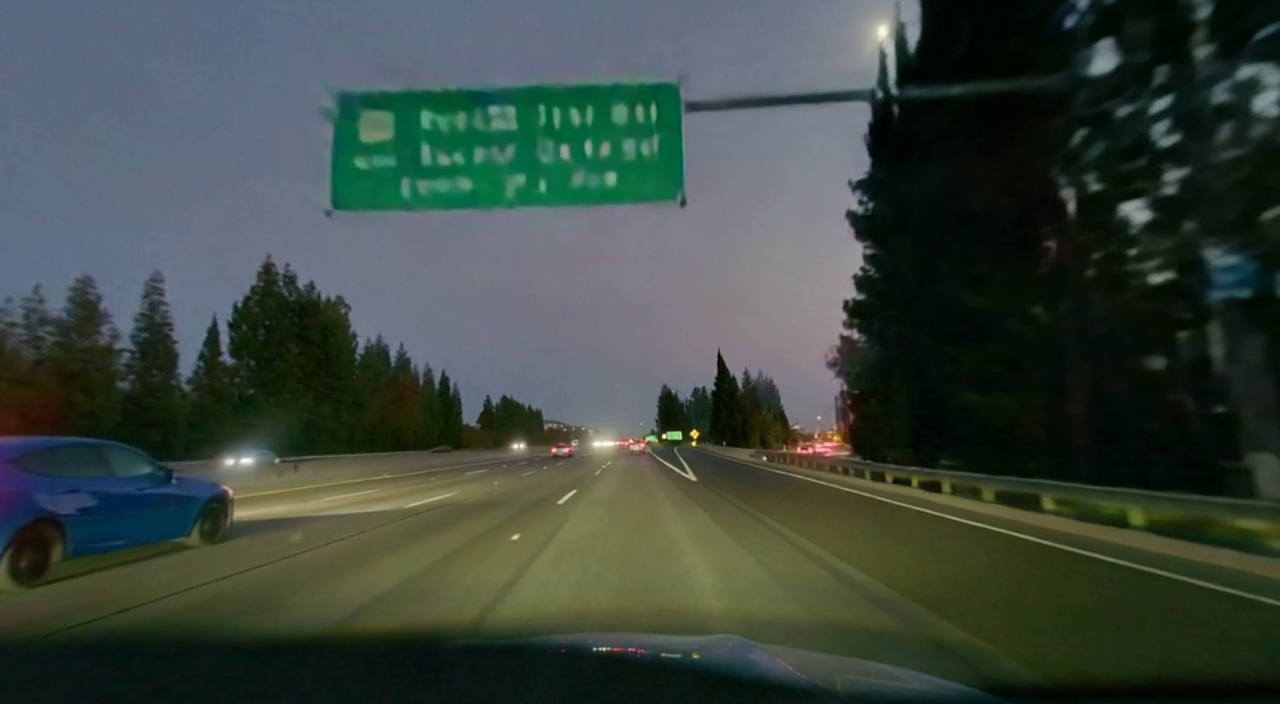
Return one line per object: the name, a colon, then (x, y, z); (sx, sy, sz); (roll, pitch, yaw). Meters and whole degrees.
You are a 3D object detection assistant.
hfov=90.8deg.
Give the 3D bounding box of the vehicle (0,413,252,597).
vehicle: (-6.670, 1.533, 6.747); (2.016, 1.606, 4.806); (0, -9, 0)
